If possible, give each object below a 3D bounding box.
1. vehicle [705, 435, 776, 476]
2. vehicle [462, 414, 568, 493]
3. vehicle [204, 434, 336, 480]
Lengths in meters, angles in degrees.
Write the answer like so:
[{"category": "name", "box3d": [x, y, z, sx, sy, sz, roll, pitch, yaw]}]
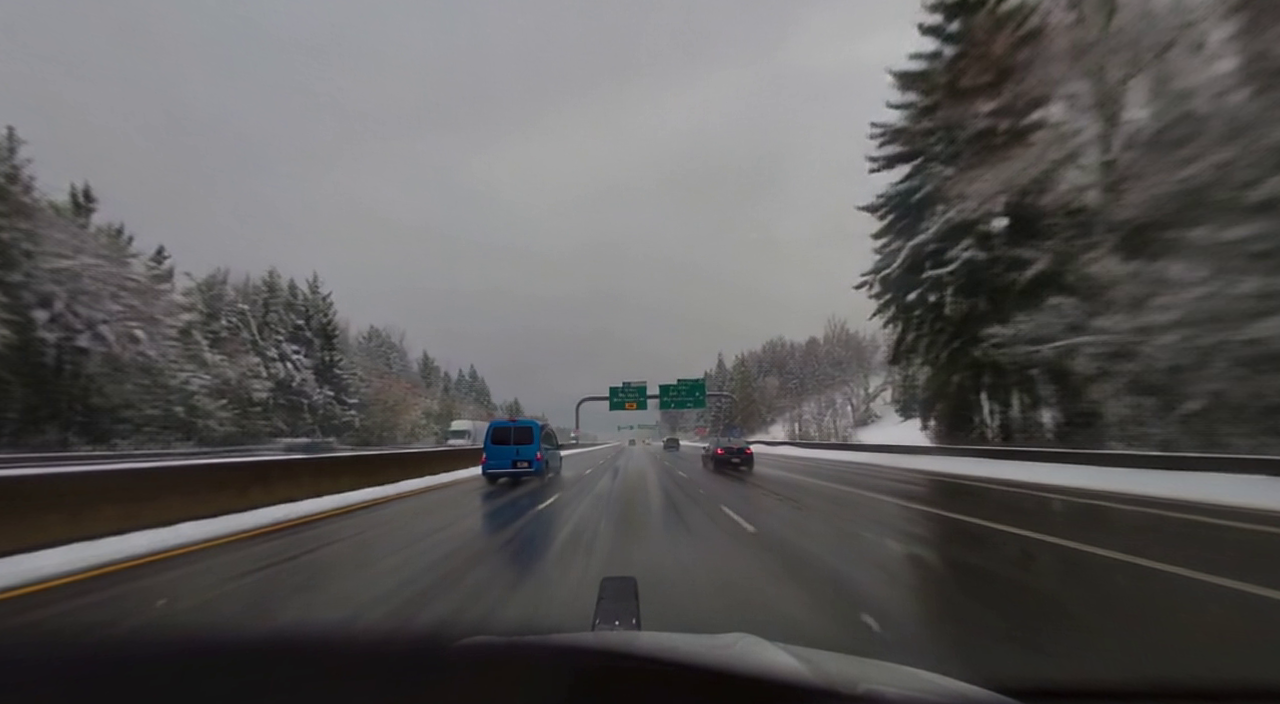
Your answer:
[{"category": "vehicle", "box3d": [3.818, 3.968, 24.525, 2.020, 1.464, 3.803, 0, -8, -2]}, {"category": "vehicle", "box3d": [-3.533, 2.971, 18.941, 2.275, 2.053, 5.082, 0, -8, -2]}, {"category": "vehicle", "box3d": [-12.942, 3.657, 22.453, 2.038, 1.459, 4.428, 0, -8, -1]}]
